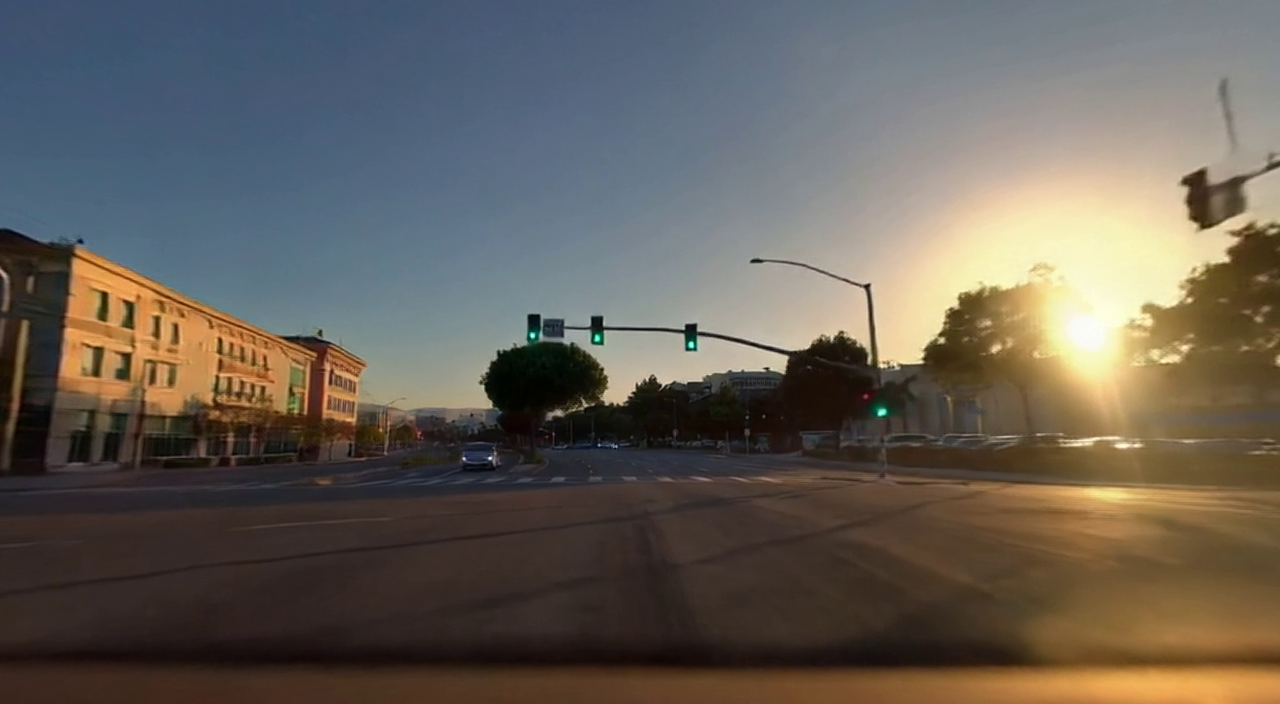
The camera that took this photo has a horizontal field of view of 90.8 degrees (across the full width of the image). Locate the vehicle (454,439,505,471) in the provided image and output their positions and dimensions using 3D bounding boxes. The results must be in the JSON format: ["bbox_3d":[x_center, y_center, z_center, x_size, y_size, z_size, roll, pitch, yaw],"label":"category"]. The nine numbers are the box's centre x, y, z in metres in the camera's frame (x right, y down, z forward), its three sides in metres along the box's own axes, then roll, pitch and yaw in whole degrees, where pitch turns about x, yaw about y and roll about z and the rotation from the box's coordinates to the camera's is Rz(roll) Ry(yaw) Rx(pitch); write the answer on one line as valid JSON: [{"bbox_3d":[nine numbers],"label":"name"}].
[{"bbox_3d":[-9.647,6.235,38.338,2.175,1.795,4.640,0,-8,-4],"label":"vehicle"}]
